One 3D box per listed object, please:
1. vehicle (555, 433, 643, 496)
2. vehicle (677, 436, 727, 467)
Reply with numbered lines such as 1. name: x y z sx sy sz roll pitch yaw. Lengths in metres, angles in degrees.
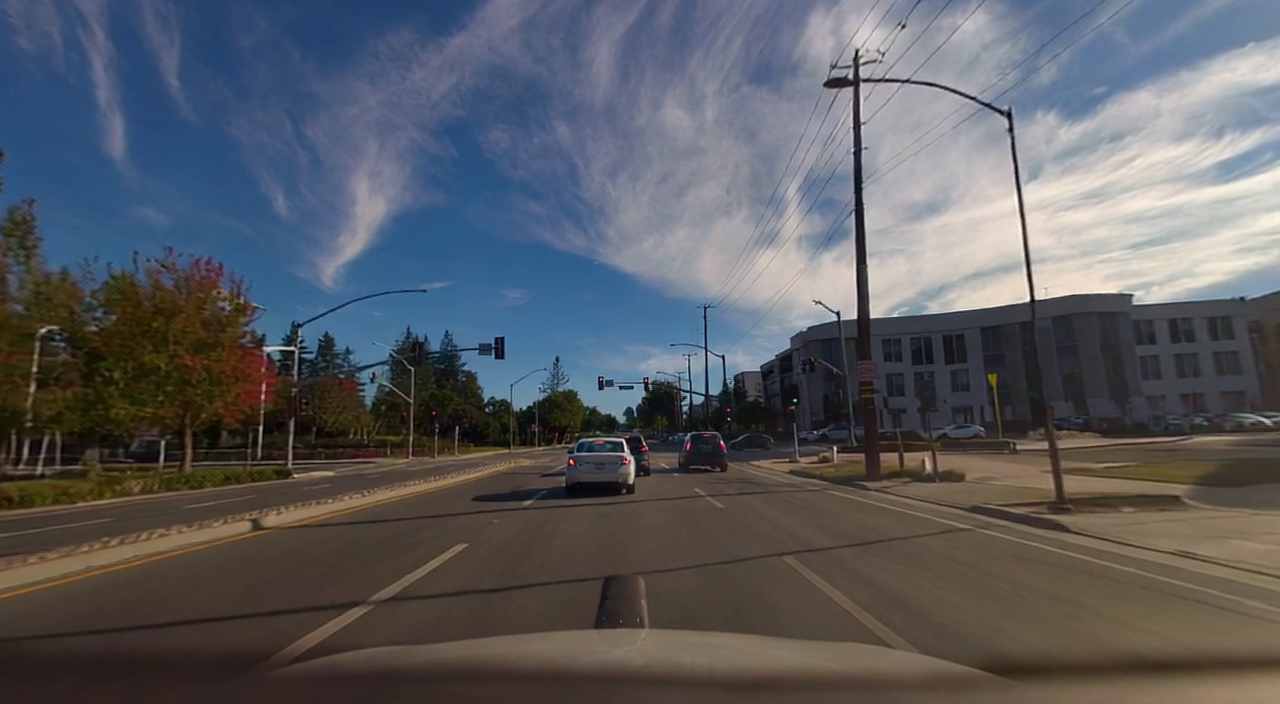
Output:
1. vehicle: -0.980 2.951 16.961 2.075 1.470 3.962 0 -8 -1
2. vehicle: 3.162 5.172 33.061 1.945 1.470 4.363 0 -8 -3
